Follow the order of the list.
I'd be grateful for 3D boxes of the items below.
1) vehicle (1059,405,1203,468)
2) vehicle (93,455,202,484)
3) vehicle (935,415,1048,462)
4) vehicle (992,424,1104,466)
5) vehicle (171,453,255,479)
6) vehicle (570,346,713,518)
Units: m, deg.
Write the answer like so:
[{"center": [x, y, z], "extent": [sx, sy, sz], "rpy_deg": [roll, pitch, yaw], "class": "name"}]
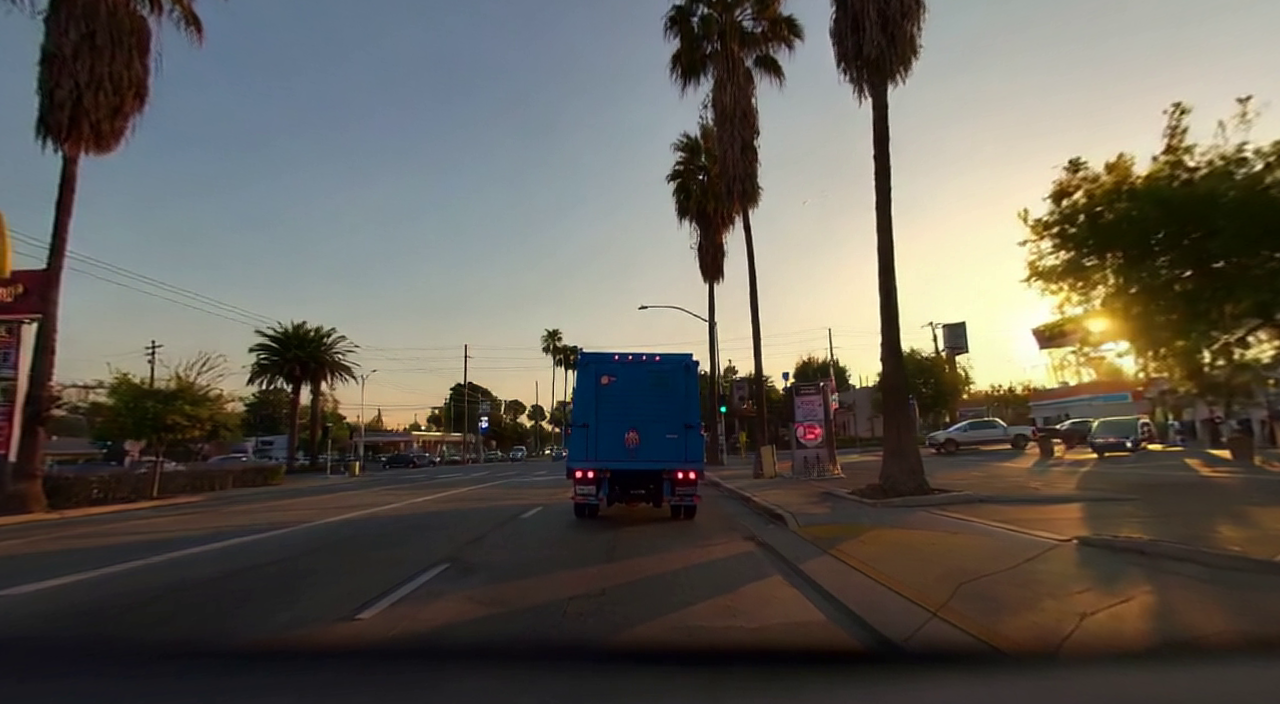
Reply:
[{"center": [15.768, 2.693, 20.236], "extent": [4.472, 1.730, 1.939], "rpy_deg": [2, -10, -31], "class": "vehicle"}, {"center": [-27.612, 6.581, 35.614], "extent": [4.493, 1.453, 1.912], "rpy_deg": [4, -9, -27], "class": "vehicle"}, {"center": [15.998, 3.955, 28.700], "extent": [5.078, 1.937, 2.326], "rpy_deg": [6, -10, -34], "class": "vehicle"}, {"center": [15.260, 3.467, 23.569], "extent": [4.105, 1.433, 1.931], "rpy_deg": [6, -10, -33], "class": "vehicle"}, {"center": [-27.948, 7.447, 41.505], "extent": [4.303, 1.567, 2.021], "rpy_deg": [4, -9, -28], "class": "vehicle"}, {"center": [0.028, 1.761, 13.996], "extent": [2.463, 2.954, 5.938], "rpy_deg": [1, -8, 0], "class": "vehicle"}]
